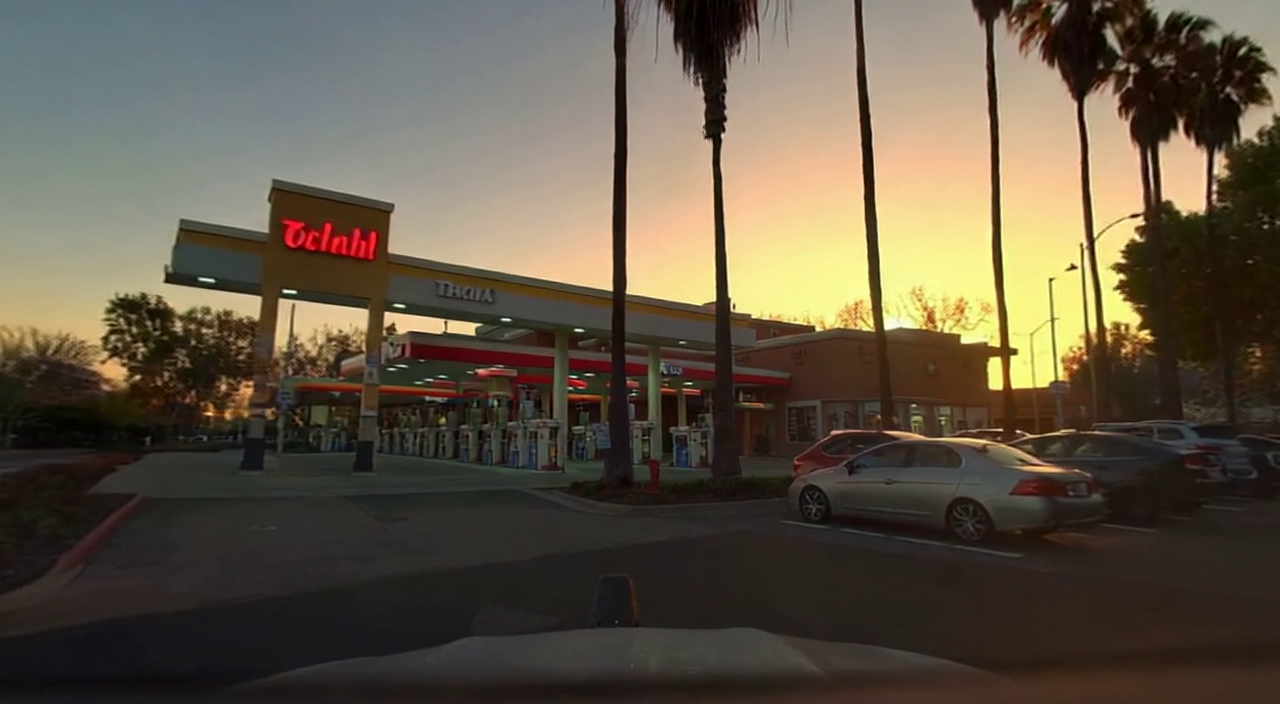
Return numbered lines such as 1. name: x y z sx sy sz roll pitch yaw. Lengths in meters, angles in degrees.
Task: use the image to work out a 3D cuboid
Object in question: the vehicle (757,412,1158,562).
1. vehicle: 3.959 1.720 8.816 1.937 1.490 4.564 5 -10 -33
